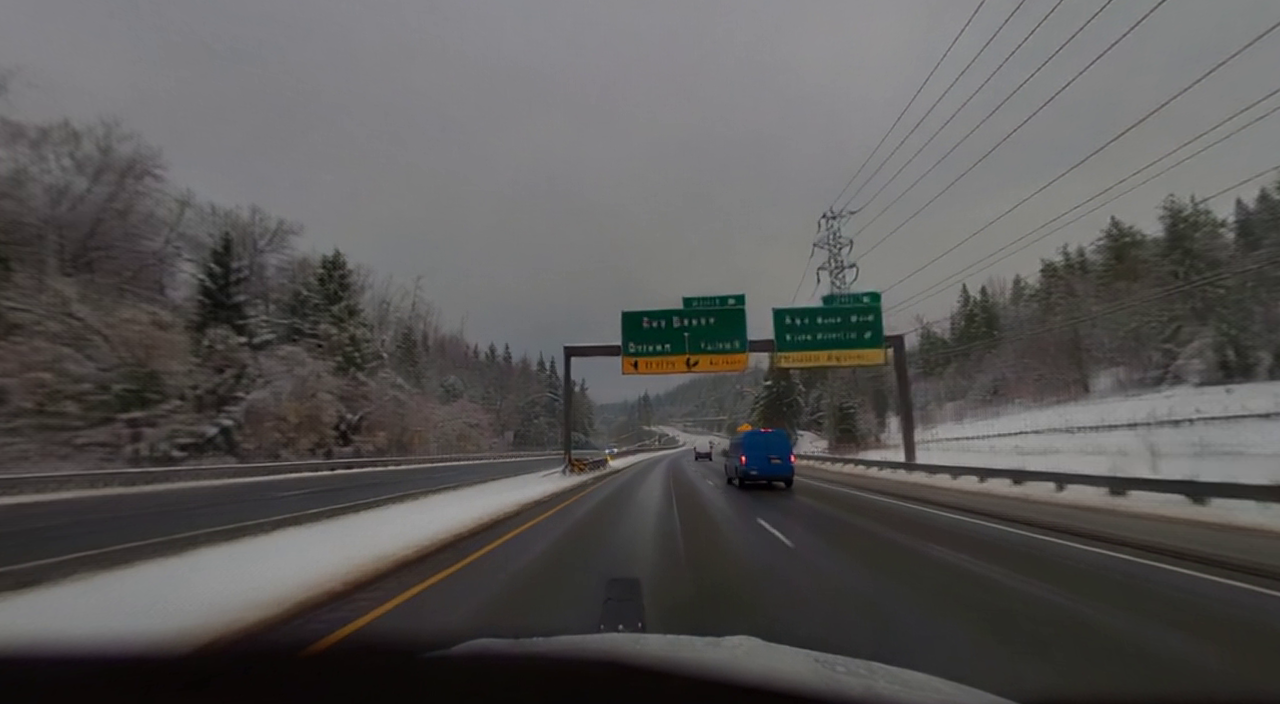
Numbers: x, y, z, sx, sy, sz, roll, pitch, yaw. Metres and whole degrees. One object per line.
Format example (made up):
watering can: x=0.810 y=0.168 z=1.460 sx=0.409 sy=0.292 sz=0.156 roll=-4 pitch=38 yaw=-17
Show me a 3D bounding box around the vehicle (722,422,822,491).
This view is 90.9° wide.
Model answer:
vehicle: x=4.148 y=3.428 z=20.795 sx=2.261 sy=1.969 sz=5.104 roll=0 pitch=-9 yaw=1
